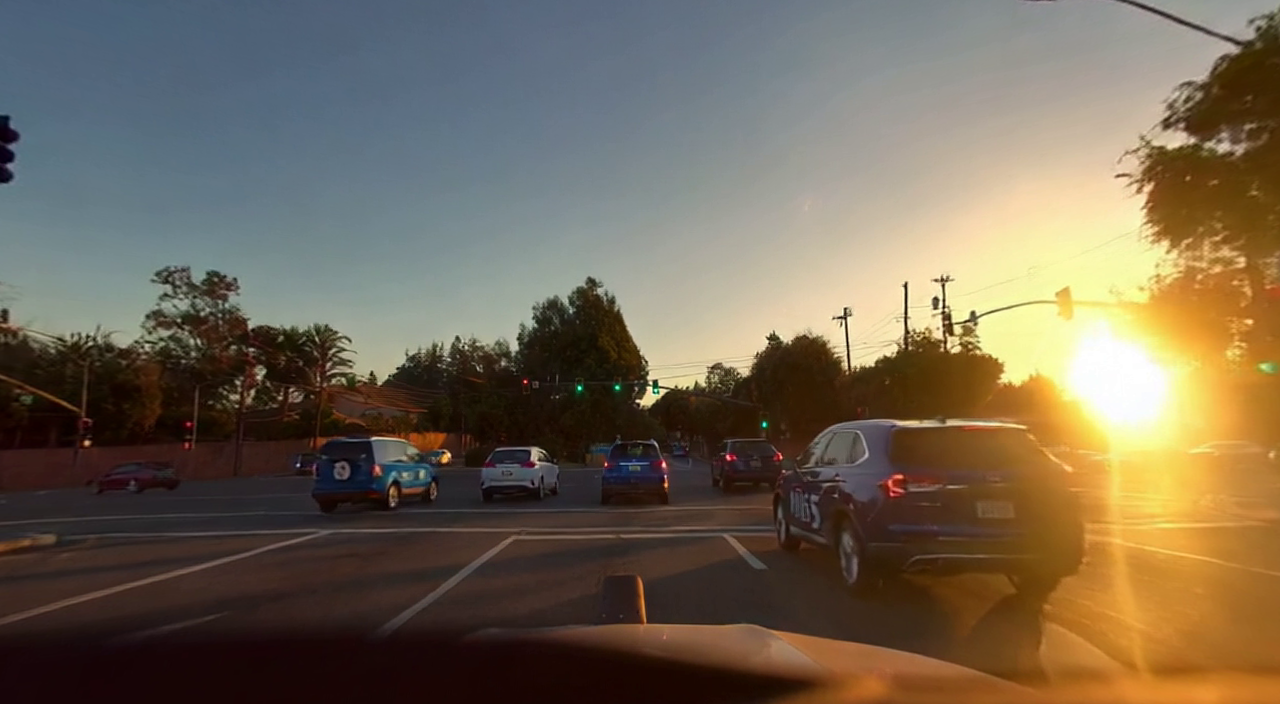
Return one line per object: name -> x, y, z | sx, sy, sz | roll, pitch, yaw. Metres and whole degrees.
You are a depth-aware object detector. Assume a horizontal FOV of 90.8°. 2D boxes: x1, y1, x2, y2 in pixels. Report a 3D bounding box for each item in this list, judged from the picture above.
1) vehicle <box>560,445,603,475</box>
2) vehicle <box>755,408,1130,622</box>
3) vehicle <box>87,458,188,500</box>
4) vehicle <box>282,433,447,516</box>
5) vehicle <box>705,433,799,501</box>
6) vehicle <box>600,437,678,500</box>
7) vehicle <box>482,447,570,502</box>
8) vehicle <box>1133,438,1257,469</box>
vehicle -> -3.318, 6.218, 36.563 | 1.939, 1.652, 4.268 | 0, -9, 2
vehicle -> 2.770, 1.610, 7.233 | 2.034, 1.655, 4.465 | 0, -9, 0
vehicle -> -20.615, 5.127, 25.868 | 4.450, 1.491, 1.974 | -7, -11, 36
vehicle -> -6.762, 3.047, 16.218 | 2.116, 1.812, 4.609 | 0, -9, 0
vehicle -> 3.227, 3.443, 19.258 | 1.999, 1.789, 4.583 | 0, -9, 0
vehicle -> -0.025, 3.499, 19.346 | 2.111, 1.712, 4.078 | 0, -9, 0
vehicle -> -3.386, 3.718, 19.651 | 1.881, 1.466, 4.484 | 0, -9, 0
vehicle -> 27.732, 5.066, 31.645 | 4.514, 1.459, 1.847 | 0, -9, -2
